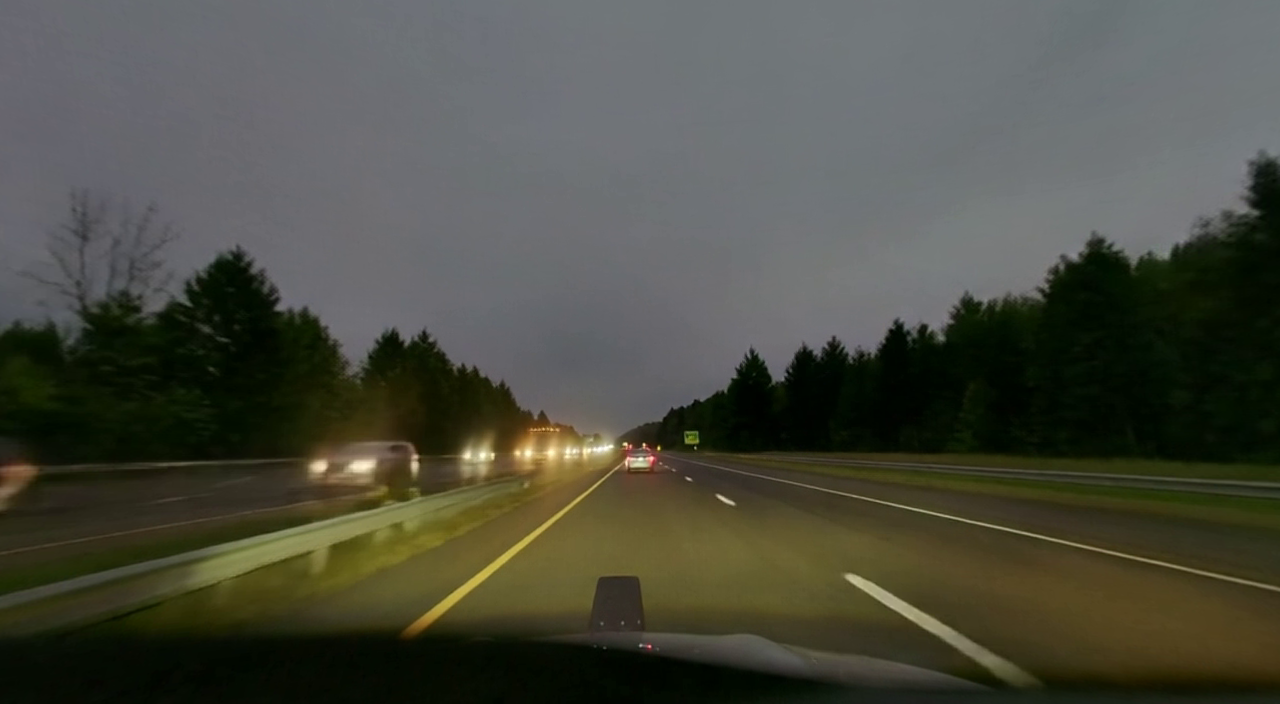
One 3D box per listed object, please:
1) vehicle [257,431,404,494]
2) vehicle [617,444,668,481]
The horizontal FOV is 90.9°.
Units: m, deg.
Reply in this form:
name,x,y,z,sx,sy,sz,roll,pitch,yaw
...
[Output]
name,x,y,z,sx,sy,sz,roll,pitch,yaw
vehicle,-8.875,3.213,18.632,2.061,1.622,4.452,0,-9,0
vehicle,0.065,4.917,28.318,2.114,1.523,4.012,0,-9,-1
